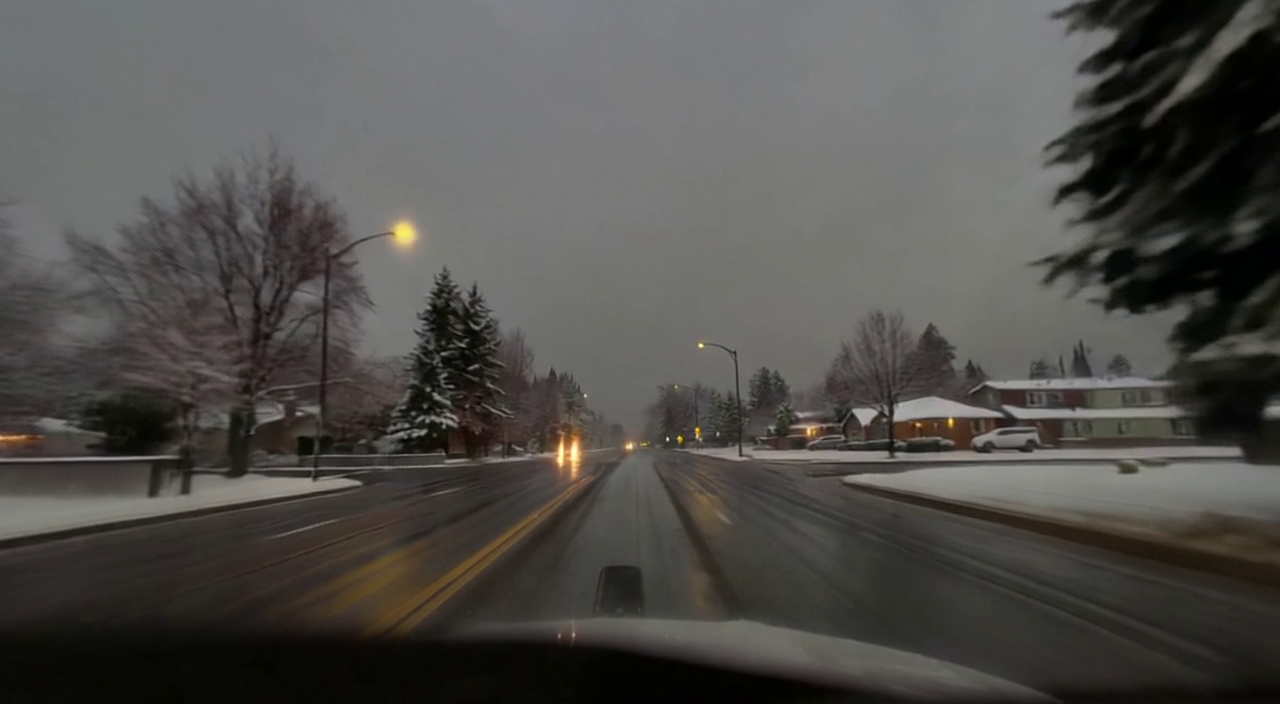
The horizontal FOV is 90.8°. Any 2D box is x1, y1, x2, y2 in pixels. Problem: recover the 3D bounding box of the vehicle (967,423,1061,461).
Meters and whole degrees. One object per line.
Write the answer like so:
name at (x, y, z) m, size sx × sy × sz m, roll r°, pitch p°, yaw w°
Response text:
vehicle at (28.705, 6.901, 48.654) m, size 5.564 × 2.741 × 2.347 m, roll 0°, pitch -8°, yaw 4°
